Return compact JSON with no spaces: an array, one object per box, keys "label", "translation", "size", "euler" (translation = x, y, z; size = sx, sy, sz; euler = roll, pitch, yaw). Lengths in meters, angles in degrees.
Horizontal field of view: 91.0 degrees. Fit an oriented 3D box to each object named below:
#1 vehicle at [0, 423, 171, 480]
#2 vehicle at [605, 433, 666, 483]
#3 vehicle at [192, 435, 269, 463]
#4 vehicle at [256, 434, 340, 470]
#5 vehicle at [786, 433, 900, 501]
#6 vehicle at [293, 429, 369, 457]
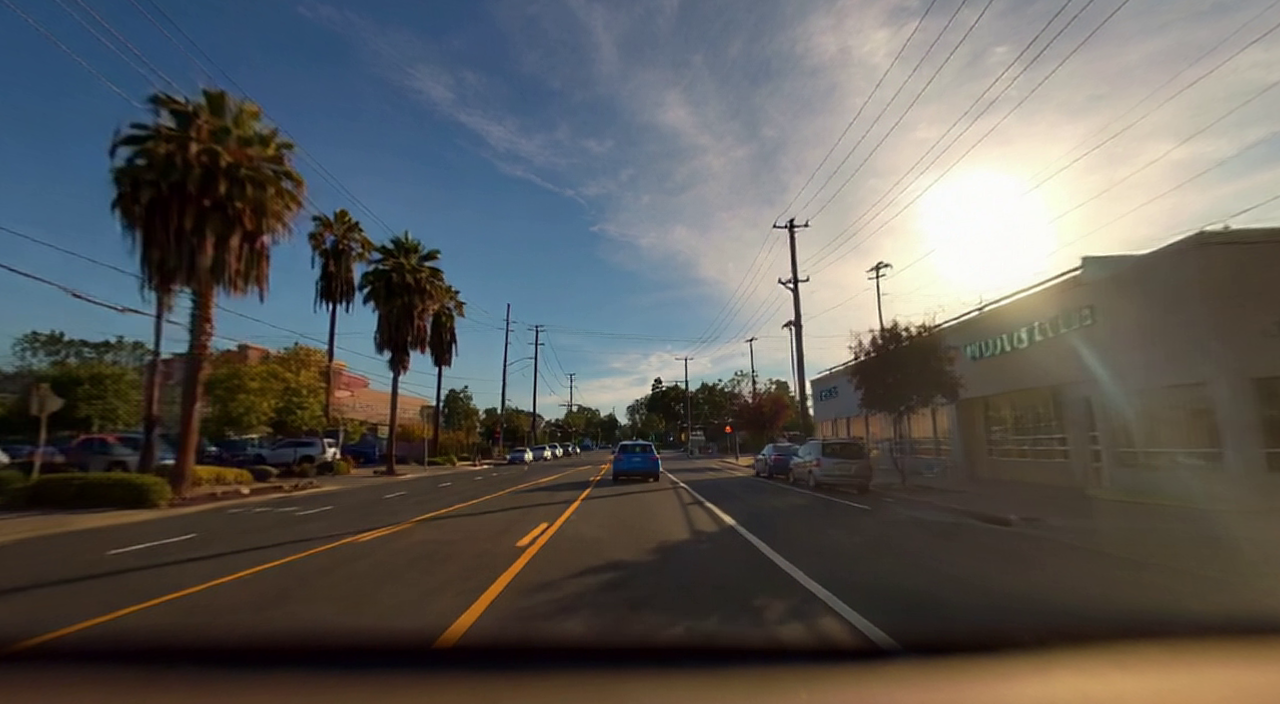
[{"label":"vehicle","translation":[-18.999,3.312,21.119],"size":[4.976,1.741,1.986],"euler":[7,-11,-40]},{"label":"vehicle","translation":[-0.206,4.241,25.498],"size":[2.264,1.798,4.563],"euler":[0,-8,-1]},{"label":"vehicle","translation":[-22.928,5.454,35.464],"size":[1.829,1.492,4.487],"euler":[1,-9,-8]},{"label":"vehicle","translation":[-17.603,5.167,32.679],"size":[2.084,1.678,4.707],"euler":[1,-9,-6]},{"label":"vehicle","translation":[5.964,3.421,19.154],"size":[1.945,1.791,4.460],"euler":[0,-9,0]},{"label":"vehicle","translation":[-20.833,6.147,42.559],"size":[1.911,1.762,4.127],"euler":[-7,-11,42]}]
